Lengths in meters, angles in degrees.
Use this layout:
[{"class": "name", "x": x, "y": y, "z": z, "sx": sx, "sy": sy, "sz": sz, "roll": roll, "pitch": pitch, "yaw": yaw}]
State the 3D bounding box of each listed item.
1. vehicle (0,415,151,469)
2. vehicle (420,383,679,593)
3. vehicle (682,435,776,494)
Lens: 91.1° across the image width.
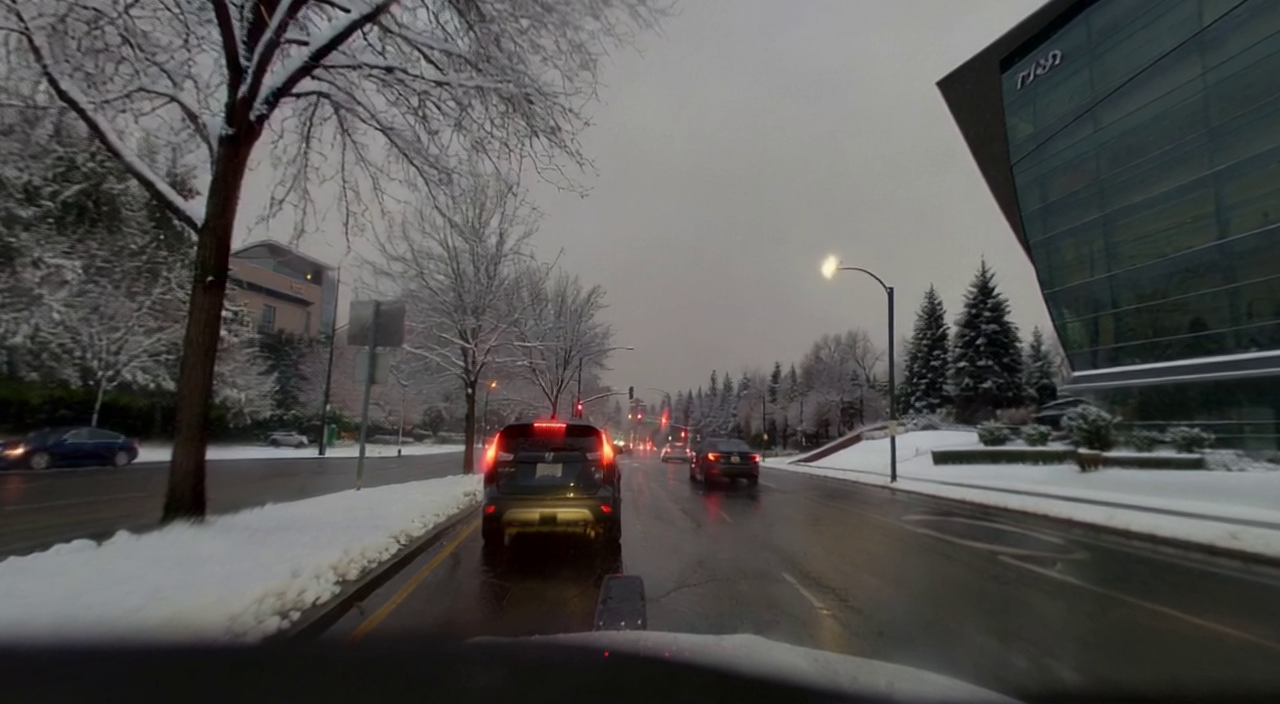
[{"class": "vehicle", "x": -18.844, "y": 2.954, "z": 20.440, "sx": 1.911, "sy": 1.542, "sz": 4.748, "roll": 0, "pitch": -8, "yaw": 1}, {"class": "vehicle", "x": -1.140, "y": 1.557, "z": 8.104, "sx": 2.275, "sy": 1.819, "sz": 4.883, "roll": 1, "pitch": -9, "yaw": -9}, {"class": "vehicle", "x": 3.019, "y": 3.938, "z": 22.426, "sx": 2.301, "sy": 1.716, "sz": 4.856, "roll": 4, "pitch": -9, "yaw": -4}]
